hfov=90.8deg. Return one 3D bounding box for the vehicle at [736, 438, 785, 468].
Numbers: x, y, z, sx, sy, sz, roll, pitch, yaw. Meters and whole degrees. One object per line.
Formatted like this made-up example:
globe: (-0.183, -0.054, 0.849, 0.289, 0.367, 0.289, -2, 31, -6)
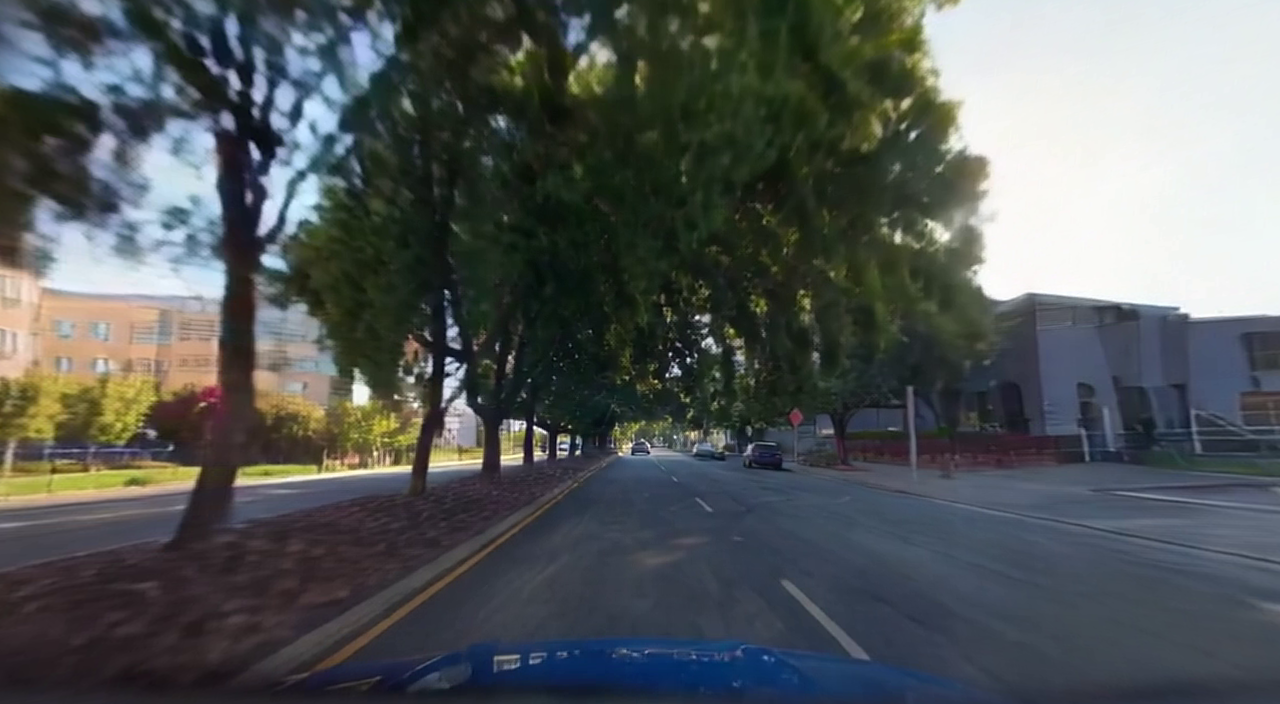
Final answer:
vehicle: (7.801, 6.601, 41.356, 2.167, 1.848, 4.713, 0, -8, -2)
